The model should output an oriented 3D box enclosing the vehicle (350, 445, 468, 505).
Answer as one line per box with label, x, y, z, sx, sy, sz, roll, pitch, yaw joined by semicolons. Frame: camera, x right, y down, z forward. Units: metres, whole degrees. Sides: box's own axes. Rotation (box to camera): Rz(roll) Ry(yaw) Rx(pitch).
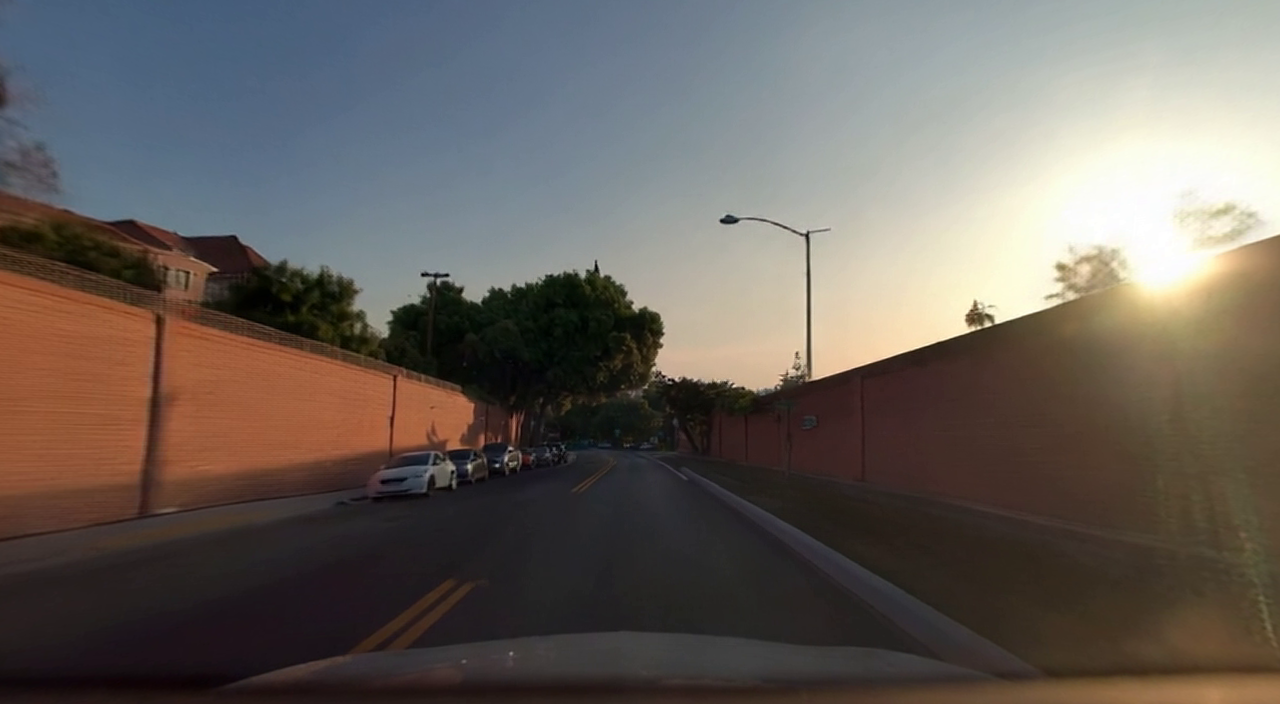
vehicle;-6.827;3.640;19.246;1.989;1.485;4.218;1;-8;0
